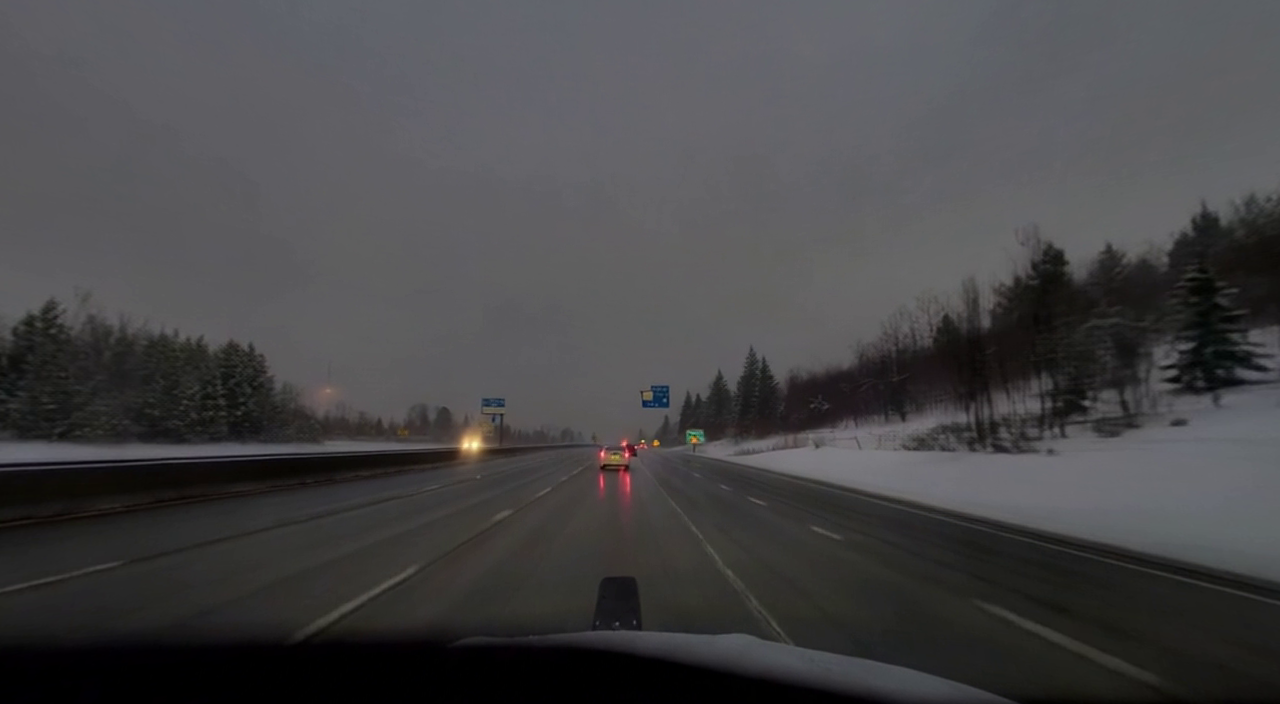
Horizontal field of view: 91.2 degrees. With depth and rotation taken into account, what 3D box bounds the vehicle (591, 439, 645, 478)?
[{"bbox_3d":[-0.853,4.538,26.889,2.055,1.509,4.255,-1,-9,1],"label":"vehicle"}]
